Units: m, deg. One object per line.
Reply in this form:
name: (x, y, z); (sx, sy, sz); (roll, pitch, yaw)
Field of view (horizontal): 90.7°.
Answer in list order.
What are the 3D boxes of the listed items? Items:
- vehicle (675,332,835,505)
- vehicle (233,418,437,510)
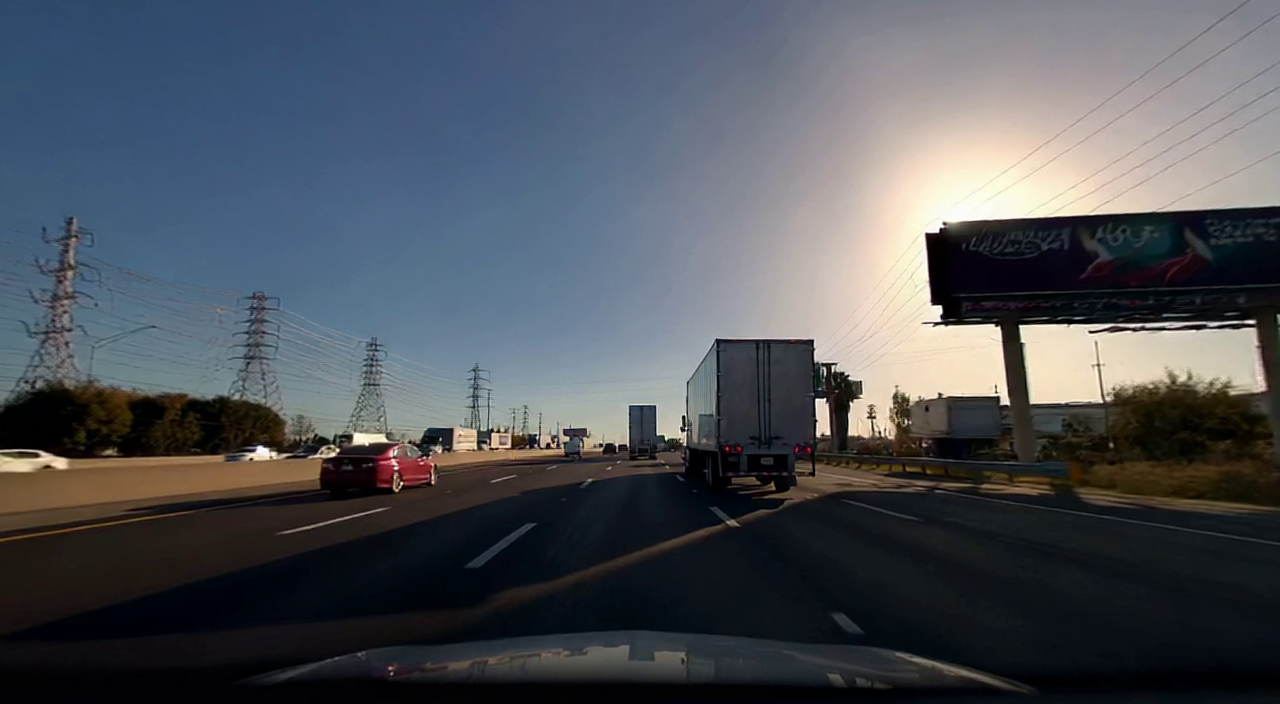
vehicle: (3.200, 2.808, 23.545); (2.892, 4.152, 16.575); (0, -9, 0)
vehicle: (-7.344, 2.795, 16.227); (2.425, 1.917, 5.647); (0, -9, 0)
